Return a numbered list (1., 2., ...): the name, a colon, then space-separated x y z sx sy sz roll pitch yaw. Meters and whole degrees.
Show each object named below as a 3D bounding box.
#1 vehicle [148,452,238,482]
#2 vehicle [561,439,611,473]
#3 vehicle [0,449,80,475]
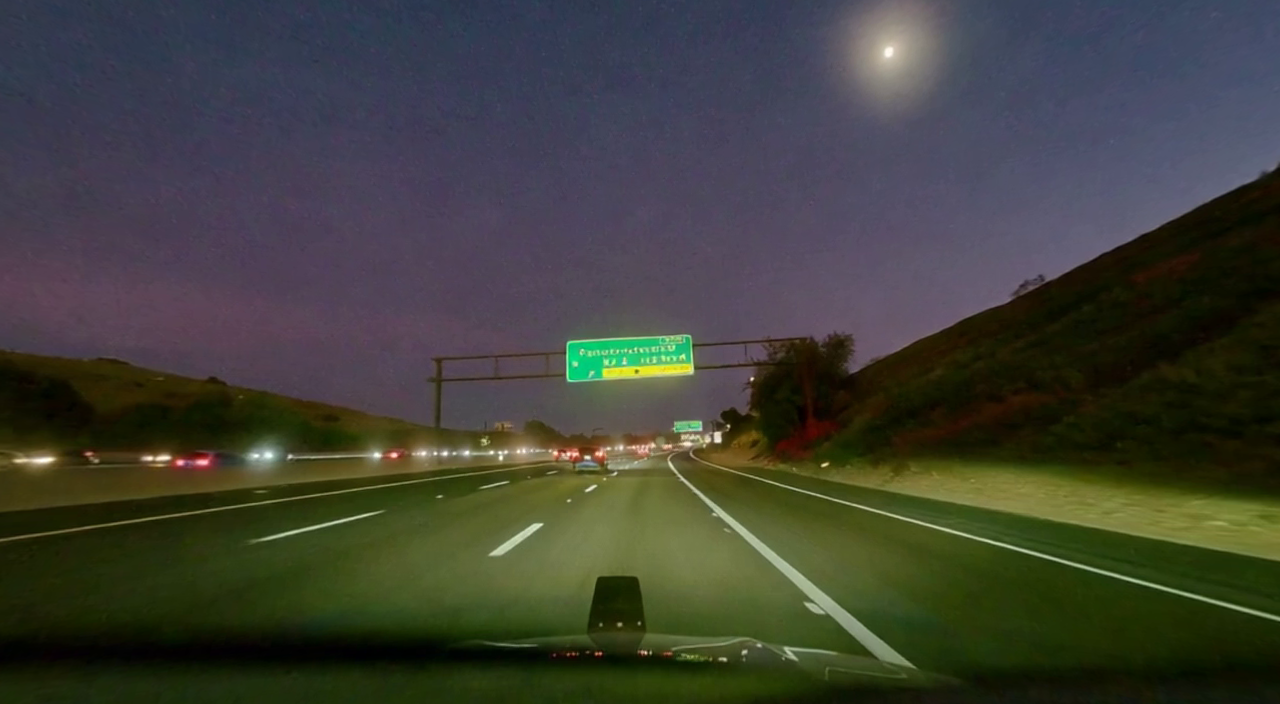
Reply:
1. vehicle: -27.165 6.961 38.340 2.016 1.671 4.537 0 -8 2
2. vehicle: -3.150 6.226 37.964 2.413 1.896 5.218 0 -8 1
3. vehicle: -46.948 8.418 48.206 2.232 1.818 6.001 0 -8 1
